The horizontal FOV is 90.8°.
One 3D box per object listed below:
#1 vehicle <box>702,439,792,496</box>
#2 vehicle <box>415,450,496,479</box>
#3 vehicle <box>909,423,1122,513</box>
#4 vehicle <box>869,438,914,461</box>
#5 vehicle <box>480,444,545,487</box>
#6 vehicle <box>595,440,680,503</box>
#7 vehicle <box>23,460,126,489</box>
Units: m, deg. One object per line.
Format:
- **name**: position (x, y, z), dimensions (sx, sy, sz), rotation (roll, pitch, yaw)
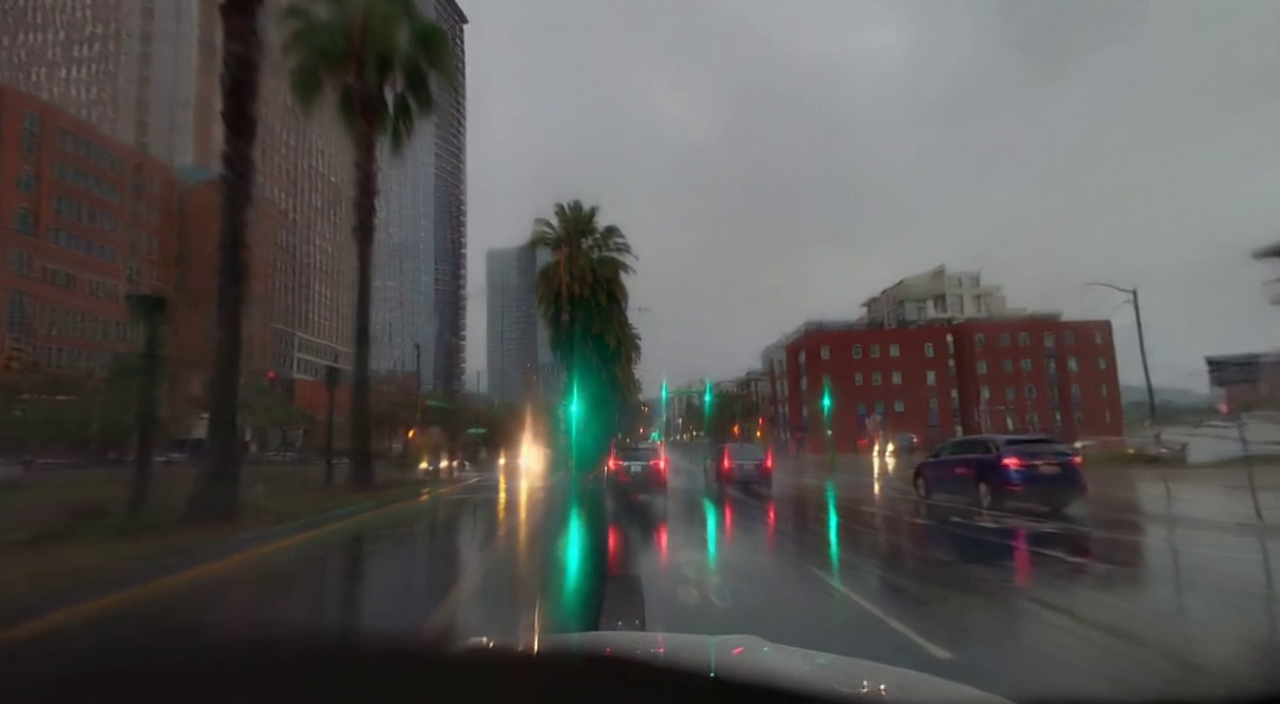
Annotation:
- **vehicle**: position (3.072, 3.397, 18.830), dimensions (1.909, 1.500, 3.524), rotation (0, -9, -2)
- **vehicle**: position (-10.218, 6.161, 34.843), dimensions (4.641, 1.502, 1.882), rotation (-7, -11, 38)
- **vehicle**: position (8.124, 2.560, 14.327), dimensions (2.000, 1.685, 4.487), rotation (0, -9, -1)
- **vehicle**: position (19.695, 7.680, 49.654), dimensions (1.959, 1.674, 4.706), rotation (-1, -9, 5)
- **vehicle**: position (-4.903, 4.420, 24.896), dimensions (1.977, 1.501, 4.435), rotation (0, -9, -5)
- **vehicle**: position (-0.115, 3.201, 17.293), dimensions (2.048, 1.503, 3.681), rotation (0, -9, -2)
- **vehicle**: position (-39.831, 8.567, 44.539), dimensions (5.791, 1.900, 2.283), rotation (-2, -9, 12)
